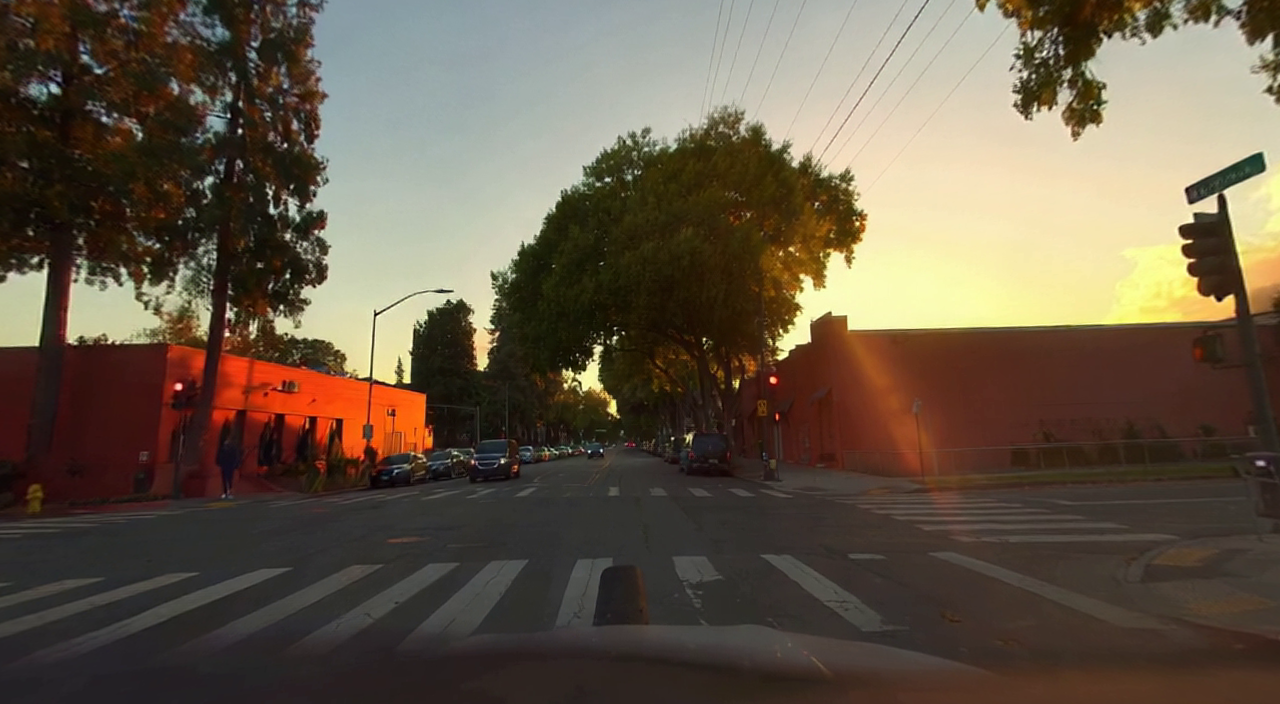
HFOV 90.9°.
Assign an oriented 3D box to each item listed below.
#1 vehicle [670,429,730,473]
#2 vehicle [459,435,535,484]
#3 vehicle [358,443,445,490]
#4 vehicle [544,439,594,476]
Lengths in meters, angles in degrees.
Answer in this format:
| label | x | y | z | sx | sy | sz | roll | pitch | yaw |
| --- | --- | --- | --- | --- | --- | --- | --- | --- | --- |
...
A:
| label | x | y | z | sx | sy | sz | roll | pitch | yaw |
| --- | --- | --- | --- | --- | --- | --- | --- | --- | --- |
| vehicle | 3.101 | 5.311 | 34.080 | 2.557 | 2.188 | 5.164 | 0 | -8 | -2 |
| vehicle | -5.966 | 4.530 | 27.038 | 2.242 | 1.887 | 4.924 | 0 | -8 | -2 |
| vehicle | -9.906 | 4.750 | 26.603 | 2.216 | 1.804 | 4.526 | 1 | -8 | -5 |
| vehicle | -3.283 | 4.956 | 29.820 | 2.033 | 1.596 | 4.142 | 0 | -8 | -2 |
